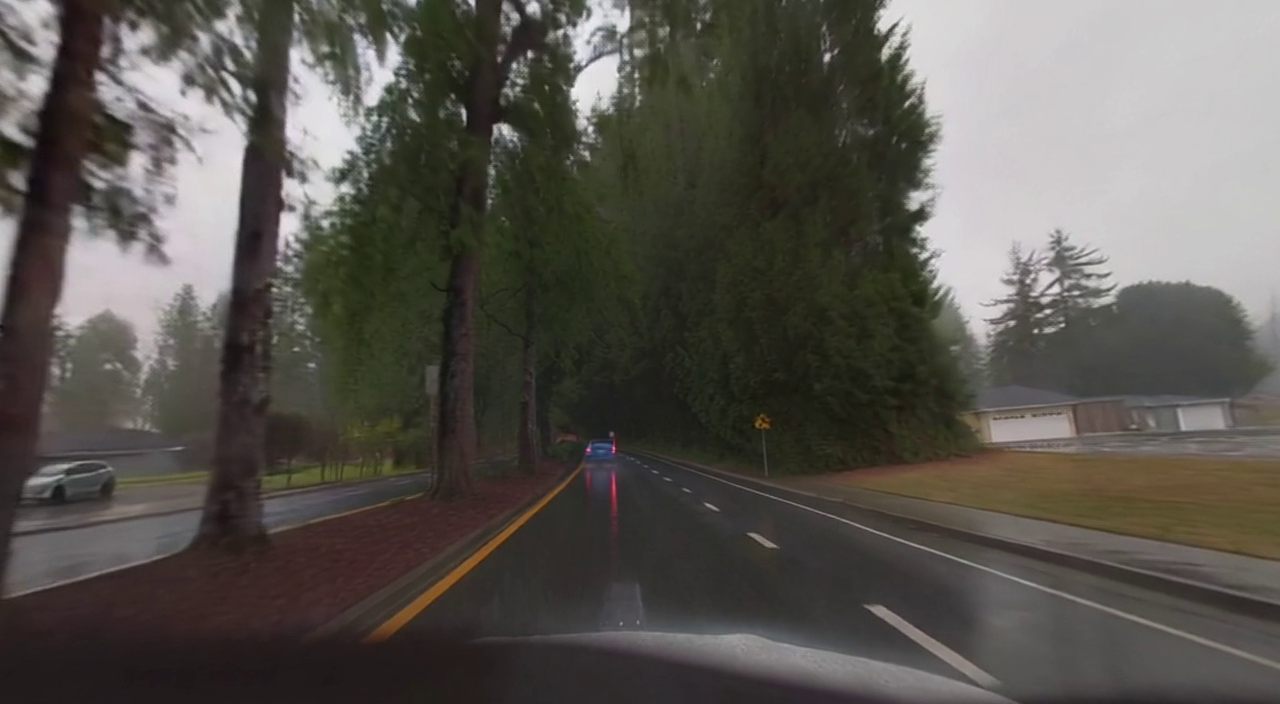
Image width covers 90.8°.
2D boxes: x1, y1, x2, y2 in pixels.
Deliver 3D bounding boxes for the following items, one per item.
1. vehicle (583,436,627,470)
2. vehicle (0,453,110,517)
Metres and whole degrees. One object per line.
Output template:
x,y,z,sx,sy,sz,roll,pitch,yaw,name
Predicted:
-1.856,5.455,34.128,2.216,1.708,4.110,0,-8,-3,vehicle
-23.120,4.952,24.121,2.076,2.085,5.241,2,-9,-13,vehicle
